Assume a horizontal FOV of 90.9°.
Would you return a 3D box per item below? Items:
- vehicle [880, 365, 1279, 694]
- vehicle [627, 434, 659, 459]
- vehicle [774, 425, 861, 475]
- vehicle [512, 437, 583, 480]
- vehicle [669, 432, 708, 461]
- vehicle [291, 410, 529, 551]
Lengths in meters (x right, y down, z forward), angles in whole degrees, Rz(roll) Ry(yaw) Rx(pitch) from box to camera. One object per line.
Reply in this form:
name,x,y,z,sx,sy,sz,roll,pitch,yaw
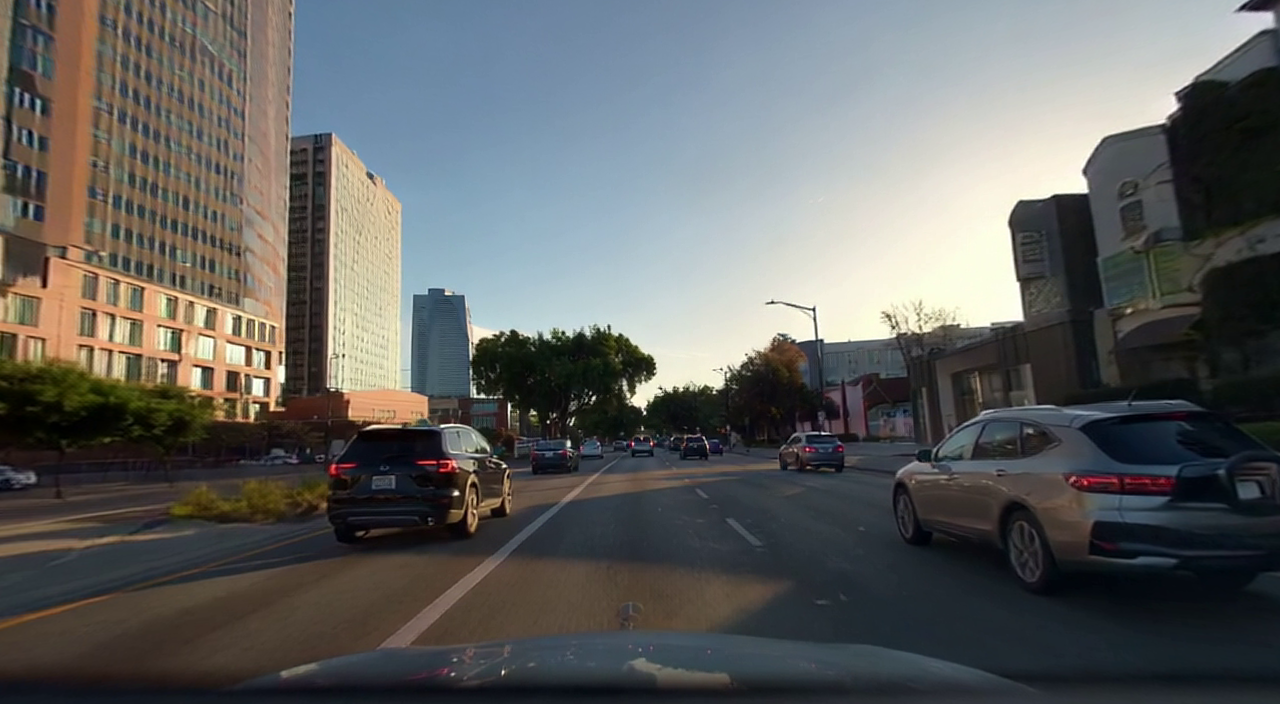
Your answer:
vehicle,3.911,1.219,5.484,2.088,1.666,4.512,-1,-9,4
vehicle,0.205,7.283,48.411,2.304,1.795,4.526,0,-8,0
vehicle,6.915,3.873,25.062,2.076,1.793,4.464,0,-9,-1
vehicle,-3.459,4.072,24.377,2.036,1.465,4.301,0,-9,1
vehicle,3.215,6.452,43.043,2.178,1.804,4.766,0,-9,-1
vehicle,-3.234,1.914,10.051,2.141,1.719,4.379,0,-9,0
